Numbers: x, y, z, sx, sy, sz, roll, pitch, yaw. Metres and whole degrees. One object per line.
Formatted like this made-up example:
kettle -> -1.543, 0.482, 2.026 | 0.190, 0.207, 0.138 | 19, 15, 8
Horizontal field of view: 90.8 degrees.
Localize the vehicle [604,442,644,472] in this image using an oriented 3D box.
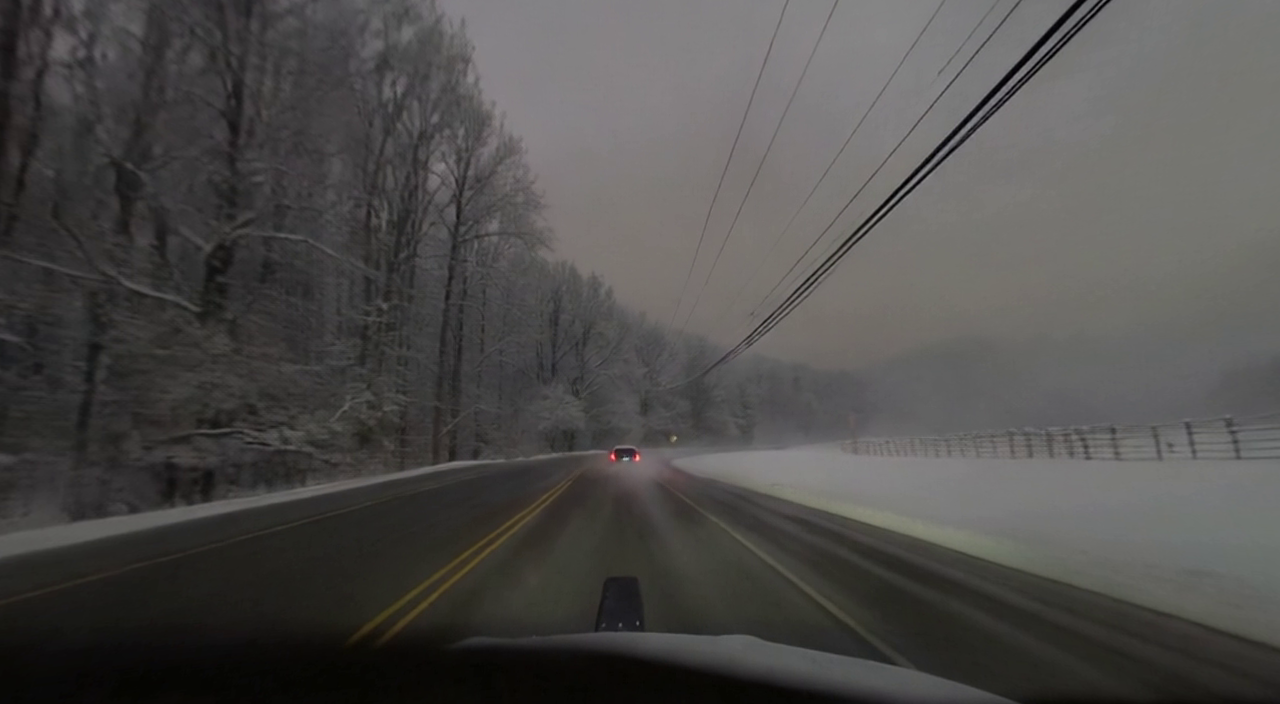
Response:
vehicle -> -0.893, 5.772, 34.930 | 2.059, 1.524, 3.963 | 1, -9, -1
